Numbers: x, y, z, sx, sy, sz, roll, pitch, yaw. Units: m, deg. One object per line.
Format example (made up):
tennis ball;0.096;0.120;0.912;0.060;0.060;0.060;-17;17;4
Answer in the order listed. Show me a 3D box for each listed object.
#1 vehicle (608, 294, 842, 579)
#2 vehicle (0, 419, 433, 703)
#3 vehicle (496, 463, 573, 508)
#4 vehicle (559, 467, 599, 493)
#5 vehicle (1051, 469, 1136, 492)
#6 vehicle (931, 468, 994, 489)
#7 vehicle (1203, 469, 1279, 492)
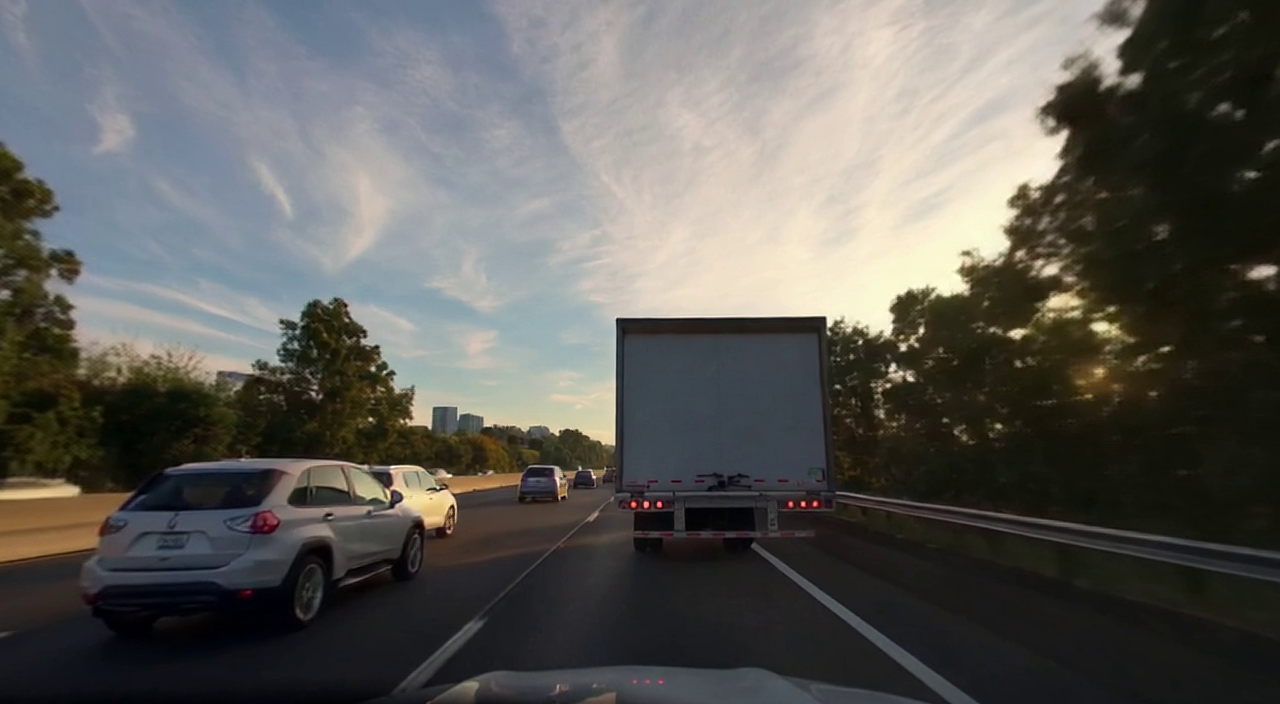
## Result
vehicle;0.950;1.797;12.196;2.831;3.529;8.689;1;-11;-1
vehicle;-3.511;1.485;5.137;1.983;1.509;4.679;1;-11;1
vehicle;-3.768;4.885;23.314;1.964;1.482;4.371;0;-11;1
vehicle;-3.524;7.466;36.849;1.867;1.418;3.670;0;-11;1
vehicle;31.372;8.883;43.702;4.299;1.465;1.807;-2;-11;13
vehicle;24.418;9.556;47.814;4.107;1.485;1.796;-5;-12;27
vehicle;41.179;8.764;42.904;3.974;1.485;1.709;1;-11;-2
